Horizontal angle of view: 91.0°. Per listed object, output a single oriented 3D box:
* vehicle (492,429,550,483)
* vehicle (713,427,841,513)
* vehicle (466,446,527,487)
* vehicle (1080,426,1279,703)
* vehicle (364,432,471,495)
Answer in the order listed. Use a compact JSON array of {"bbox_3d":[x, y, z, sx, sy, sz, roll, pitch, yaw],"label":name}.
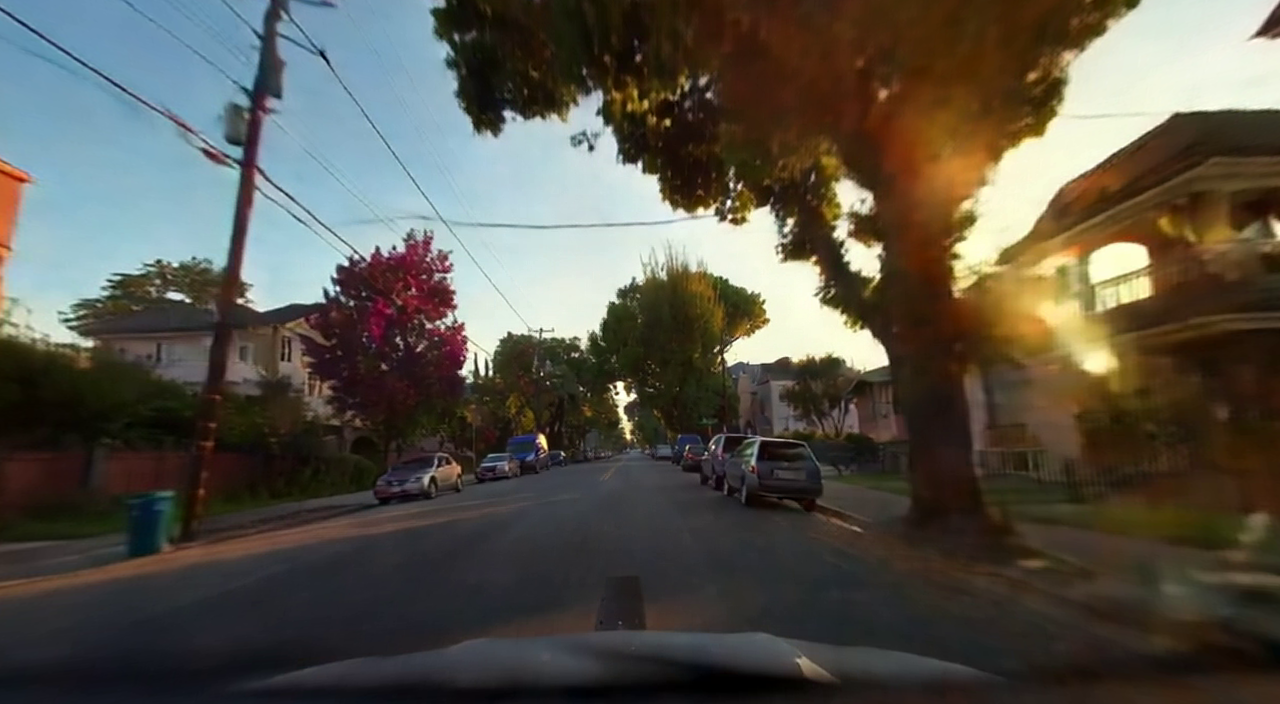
[{"bbox_3d":[-7.222,6.314,38.882,2.508,2.712,5.809,0,-4,-1],"label":"vehicle"},{"bbox_3d":[3.140,2.807,15.525,2.013,1.775,4.570,0,-8,-1],"label":"vehicle"},{"bbox_3d":[-7.166,5.705,31.805,2.027,1.563,4.594,-2,-5,0],"label":"vehicle"},{"bbox_3d":[3.288,0.776,0.764,1.990,1.447,4.682,0,-8,-2],"label":"vehicle"},{"bbox_3d":[-7.053,3.505,20.462,1.874,1.569,4.318,1,-4,0],"label":"vehicle"}]
